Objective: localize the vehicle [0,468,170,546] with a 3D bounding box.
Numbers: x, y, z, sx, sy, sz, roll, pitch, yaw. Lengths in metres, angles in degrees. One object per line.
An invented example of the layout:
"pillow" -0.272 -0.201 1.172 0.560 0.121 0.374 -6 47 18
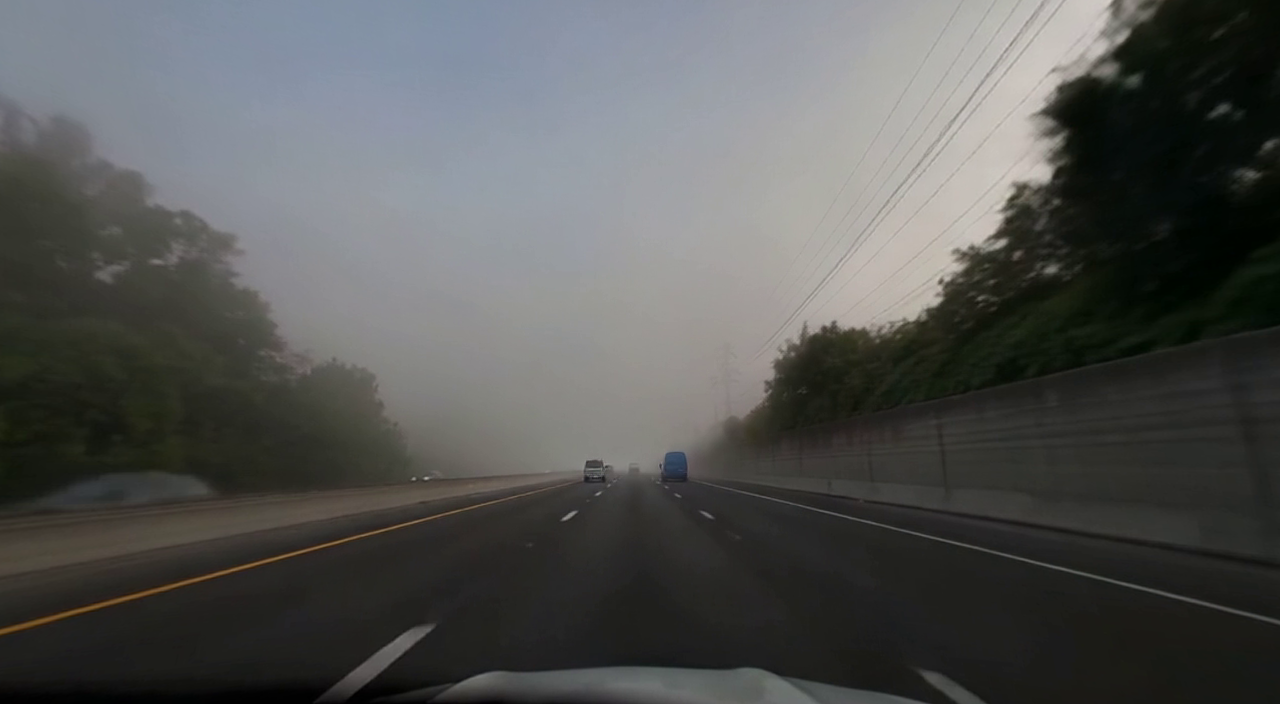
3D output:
"vehicle" -12.866 3.278 13.854 1.898 1.404 4.106 1 -10 -1
